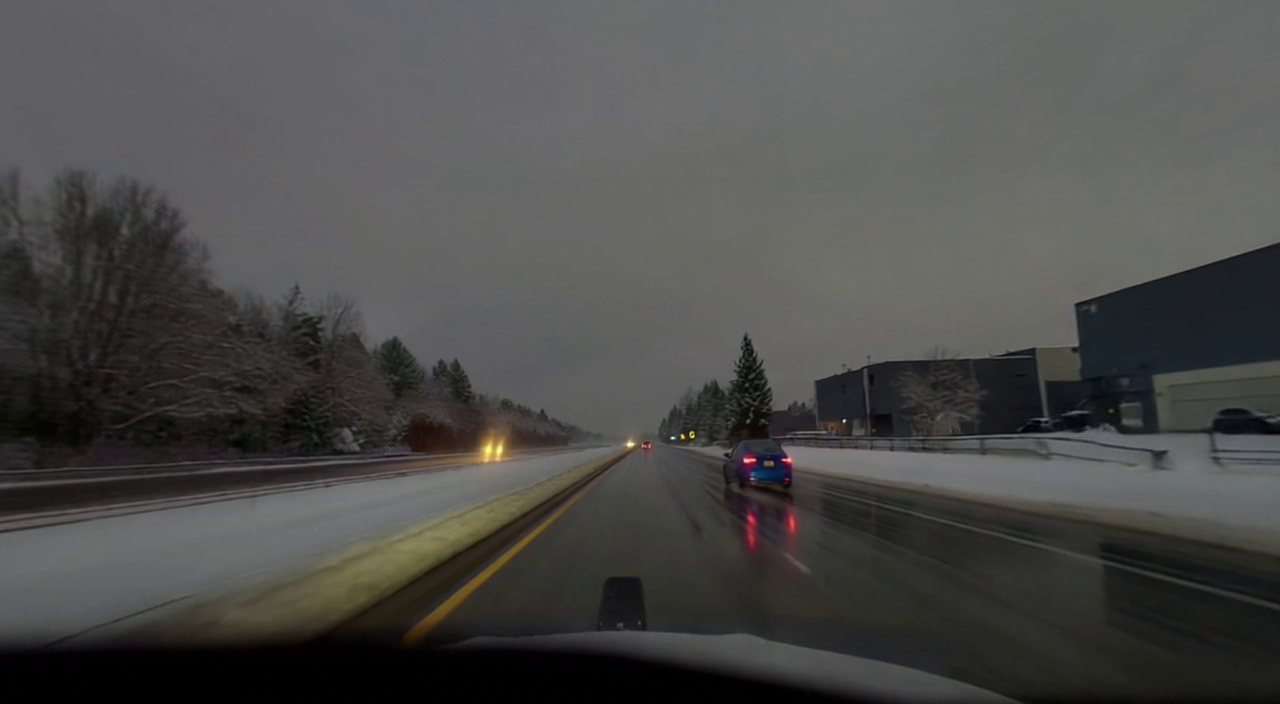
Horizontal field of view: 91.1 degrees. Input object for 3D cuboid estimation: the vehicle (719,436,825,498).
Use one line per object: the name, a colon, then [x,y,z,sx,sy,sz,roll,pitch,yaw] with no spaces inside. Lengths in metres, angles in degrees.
vehicle: [3.586,3.201,17.847,2.079,1.531,3.997,0,-8,-1]
